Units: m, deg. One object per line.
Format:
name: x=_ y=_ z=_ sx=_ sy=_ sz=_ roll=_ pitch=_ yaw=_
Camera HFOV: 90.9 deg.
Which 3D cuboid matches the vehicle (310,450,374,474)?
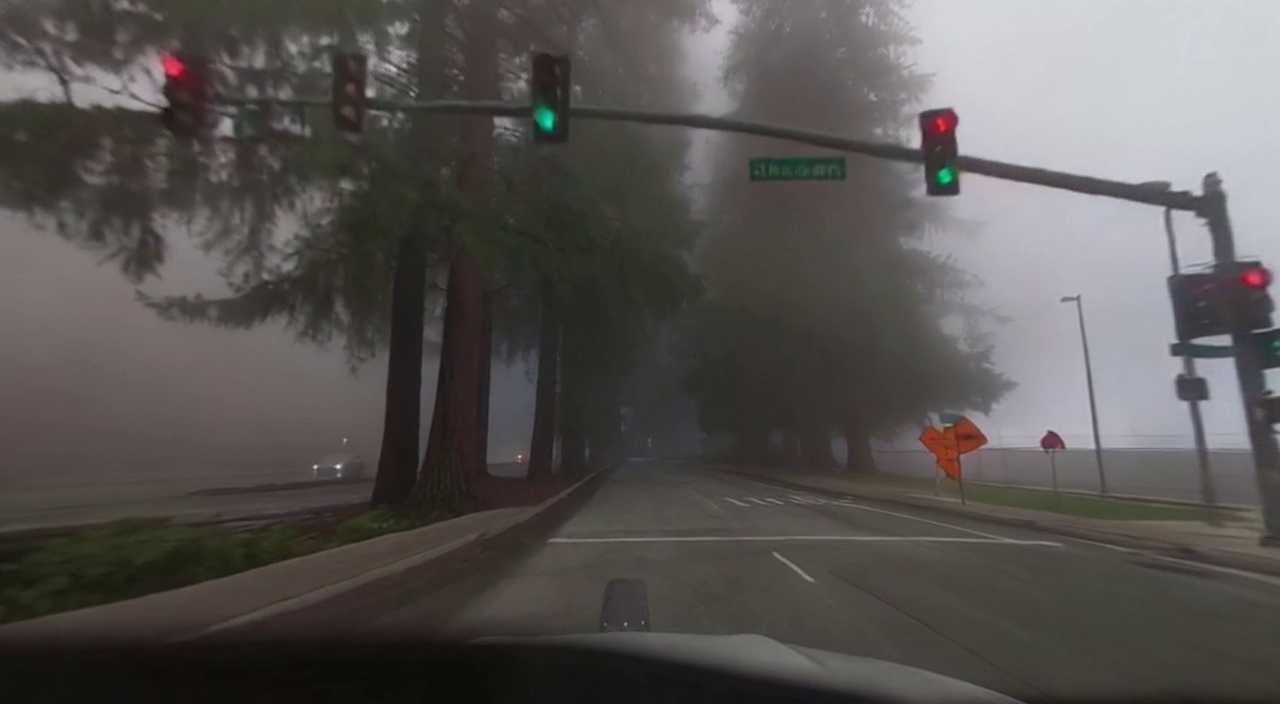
vehicle: x=-20.031 y=7.406 z=42.633 sx=2.099 sy=1.504 sz=4.721 roll=0 pitch=-9 yaw=-1
